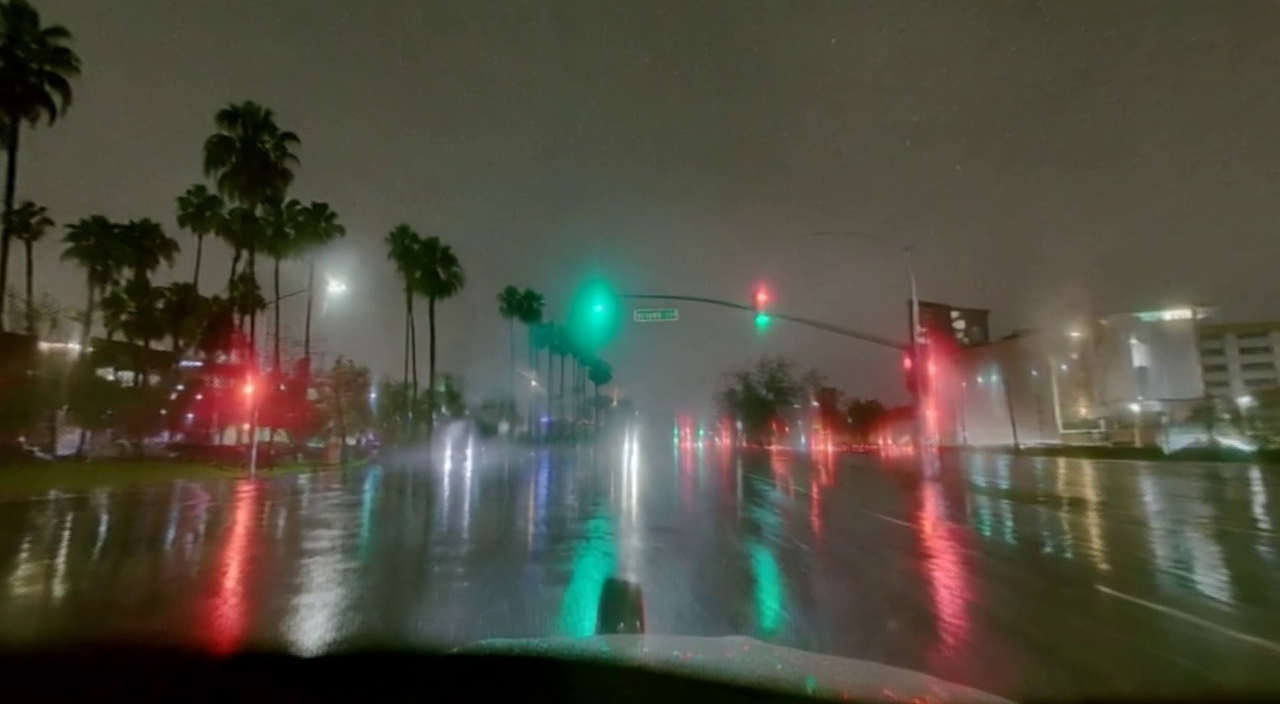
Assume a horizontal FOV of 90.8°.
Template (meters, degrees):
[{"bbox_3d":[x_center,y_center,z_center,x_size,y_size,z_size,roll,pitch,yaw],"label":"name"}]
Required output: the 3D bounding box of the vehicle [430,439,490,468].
[{"bbox_3d":[-9.912,5.599,35.112,2.149,1.477,4.186,0,-8,-1],"label":"vehicle"}]
